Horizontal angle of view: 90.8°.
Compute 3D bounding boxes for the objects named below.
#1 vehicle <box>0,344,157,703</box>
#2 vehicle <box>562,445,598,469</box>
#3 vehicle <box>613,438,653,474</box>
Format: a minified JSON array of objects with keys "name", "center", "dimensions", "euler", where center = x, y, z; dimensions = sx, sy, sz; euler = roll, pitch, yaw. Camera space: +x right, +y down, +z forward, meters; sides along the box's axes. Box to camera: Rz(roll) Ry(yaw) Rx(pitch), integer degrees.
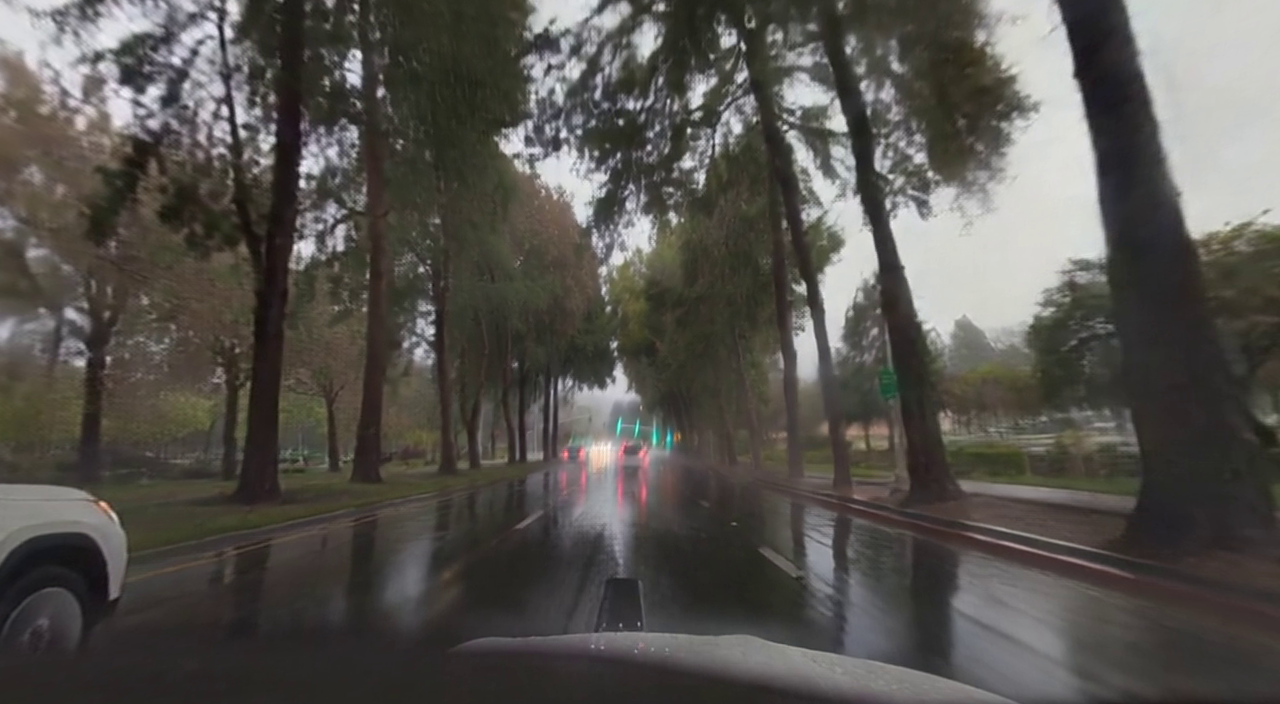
[{"name":"vehicle","center":[-4.043,0.643,1.735],"dimensions":[1.860,1.741,4.479],"euler":[0,-8,0]},{"name":"vehicle","center":[-3.962,6.994,42.217],"dimensions":[1.936,1.538,4.016],"euler":[0,-8,1]},{"name":"vehicle","center":[-0.362,5.471,33.385],"dimensions":[2.018,1.769,3.897],"euler":[0,-8,-1]}]
